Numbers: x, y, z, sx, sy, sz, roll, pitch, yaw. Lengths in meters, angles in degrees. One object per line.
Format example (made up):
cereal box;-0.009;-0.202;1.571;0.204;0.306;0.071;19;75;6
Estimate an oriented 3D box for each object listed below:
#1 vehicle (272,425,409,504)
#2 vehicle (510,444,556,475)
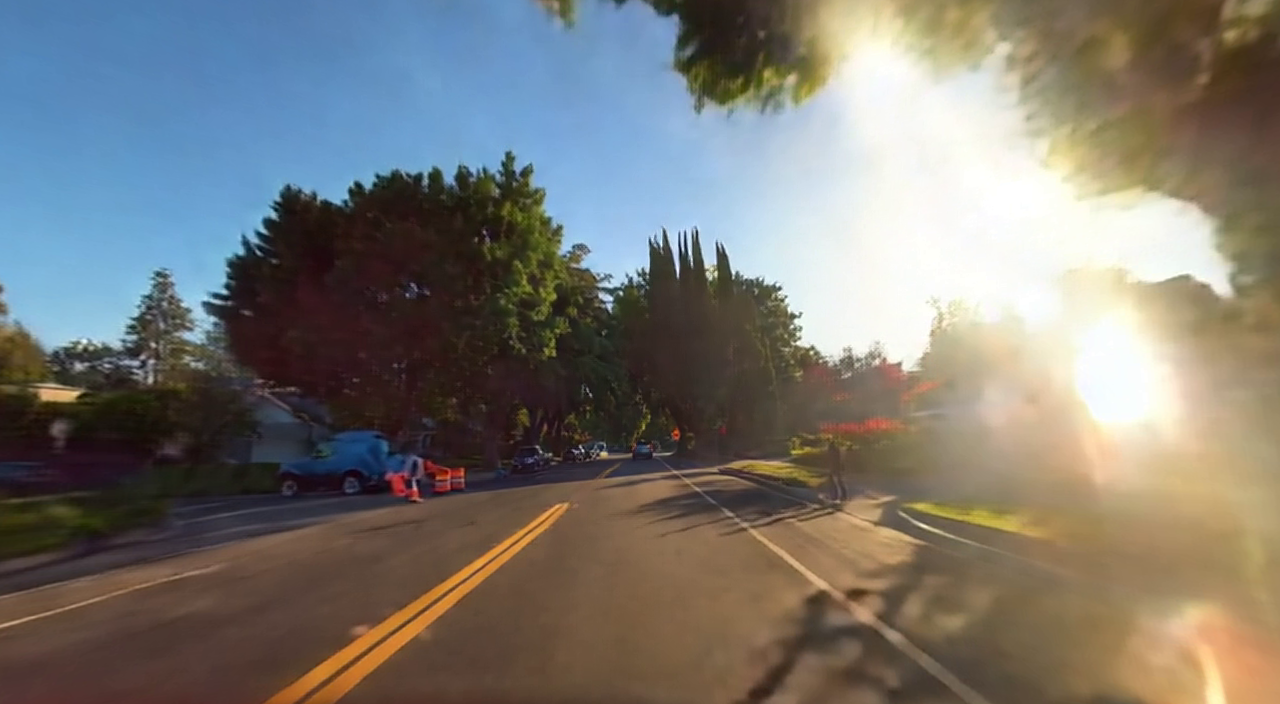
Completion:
vehicle;-10.697;4.020;22.888;4.120;2.628;2.064;3;-9;-19
vehicle;-7.935;8.004;47.397;2.422;1.855;6.165;-4;-7;-2
